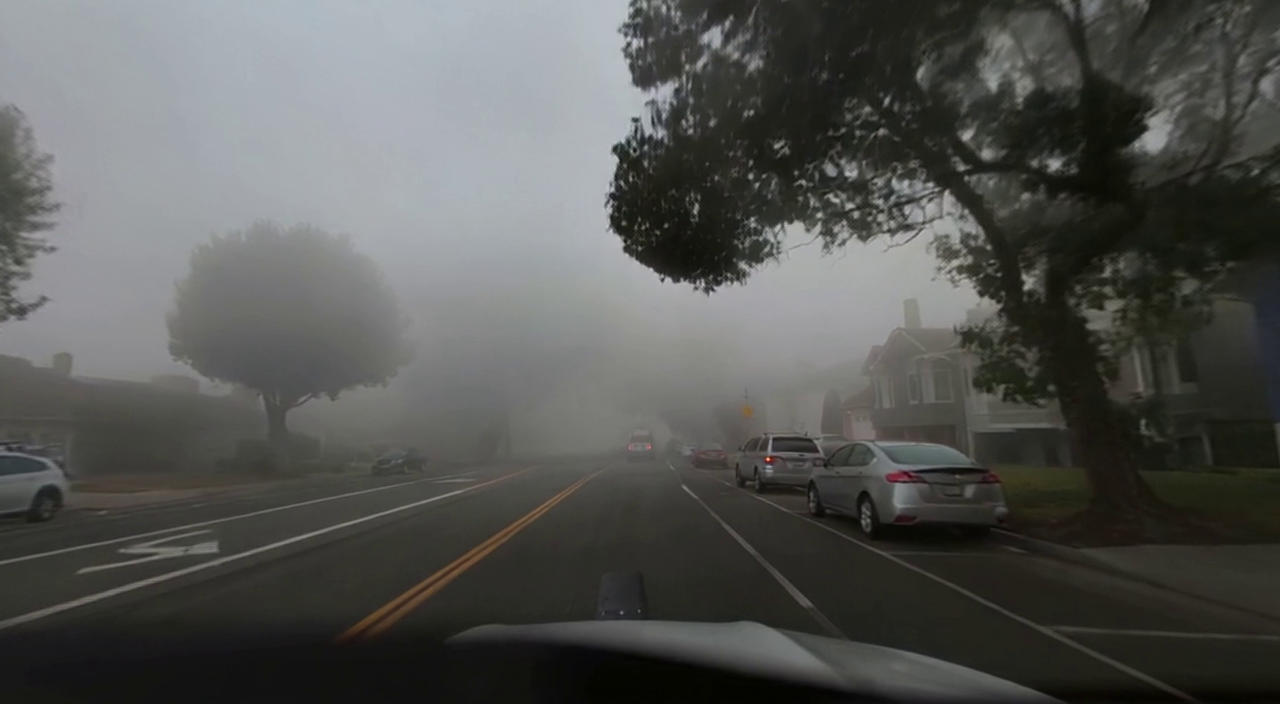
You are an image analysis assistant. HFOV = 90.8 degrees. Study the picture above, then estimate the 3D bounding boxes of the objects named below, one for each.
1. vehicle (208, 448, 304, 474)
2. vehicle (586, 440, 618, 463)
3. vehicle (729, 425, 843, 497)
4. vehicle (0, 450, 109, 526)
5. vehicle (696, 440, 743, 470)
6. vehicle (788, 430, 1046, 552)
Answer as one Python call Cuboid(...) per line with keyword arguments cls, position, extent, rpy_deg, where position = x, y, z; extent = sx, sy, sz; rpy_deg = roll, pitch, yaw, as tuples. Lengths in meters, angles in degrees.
Cuboid(cls="vehicle", position=(-22.333, 6.343, 36.839), extent=(4.397, 1.423, 1.789), rpy_deg=(0, -9, 2))
Cuboid(cls="vehicle", position=(-2.573, 6.911, 43.905), extent=(1.986, 1.508, 4.261), rpy_deg=(0, -9, 0))
Cuboid(cls="vehicle", position=(3.977, 3.073, 18.071), extent=(2.069, 1.780, 4.480), rpy_deg=(0, -9, -2))
Cuboid(cls="vehicle", position=(-14.138, 2.824, 13.151), extent=(1.923, 1.535, 4.862), rpy_deg=(0, -9, 0))
Cuboid(cls="vehicle", position=(4.214, 5.516, 34.121), extent=(1.964, 1.485, 4.454), rpy_deg=(0, -9, 1))
Cuboid(cls="vehicle", position=(3.921, 2.034, 10.015), extent=(1.956, 1.468, 4.524), rpy_deg=(0, -9, -1))
